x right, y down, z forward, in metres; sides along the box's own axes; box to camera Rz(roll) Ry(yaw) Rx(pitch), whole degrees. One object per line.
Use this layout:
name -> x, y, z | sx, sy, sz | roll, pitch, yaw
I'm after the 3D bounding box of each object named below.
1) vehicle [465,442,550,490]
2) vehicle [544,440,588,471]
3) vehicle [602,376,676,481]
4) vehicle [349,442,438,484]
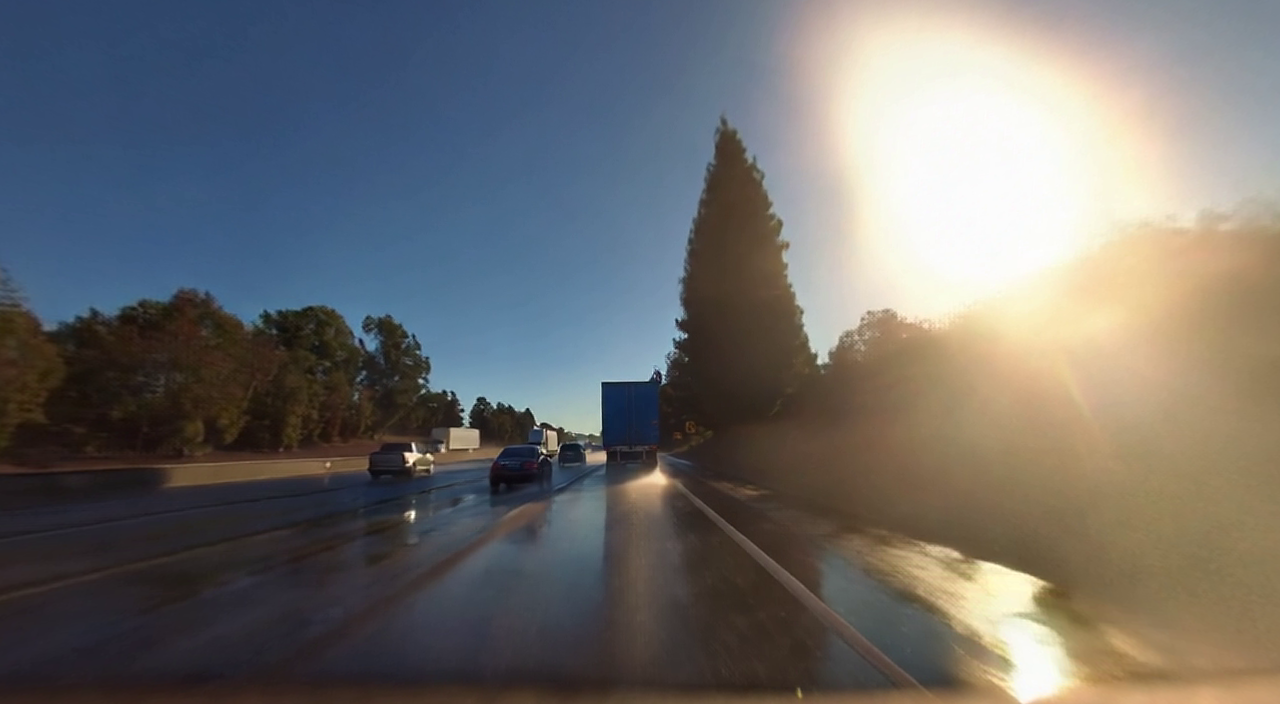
vehicle -> -4.686, 4.077, 22.900 | 2.164, 1.582, 3.979 | 0, -8, 0
vehicle -> -4.368, 6.182, 37.830 | 2.158, 1.680, 4.087 | 0, -8, 0
vehicle -> -0.265, 3.782, 30.270 | 2.913, 4.113, 10.724 | 0, -8, -2
vehicle -> -10.058, 4.521, 26.056 | 1.952, 1.590, 4.090 | -1, -8, 1
